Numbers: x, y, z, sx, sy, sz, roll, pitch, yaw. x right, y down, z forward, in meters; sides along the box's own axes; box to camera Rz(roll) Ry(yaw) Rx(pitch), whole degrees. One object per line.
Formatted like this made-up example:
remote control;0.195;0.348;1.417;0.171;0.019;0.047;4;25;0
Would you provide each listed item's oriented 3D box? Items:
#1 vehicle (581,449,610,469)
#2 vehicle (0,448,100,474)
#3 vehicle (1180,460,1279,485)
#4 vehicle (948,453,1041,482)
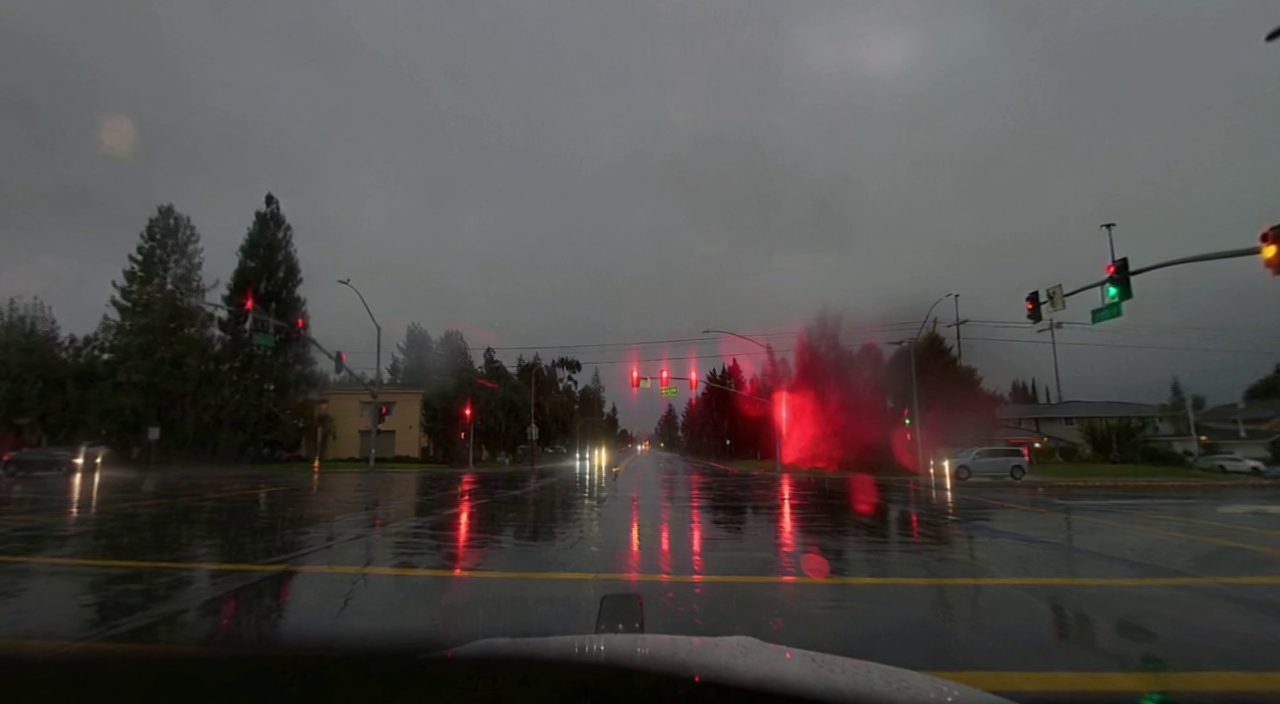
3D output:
vehicle;-3.441;8.358;49.217;1.908;1.441;4.142;0;-8;1
vehicle;-35.129;6.420;37.187;4.741;1.447;1.807;0;-9;0
vehicle;36.230;7.316;38.295;4.976;1.428;1.929;0;-9;-2
vehicle;21.108;6.879;37.582;4.447;1.623;1.801;0;-9;-3
